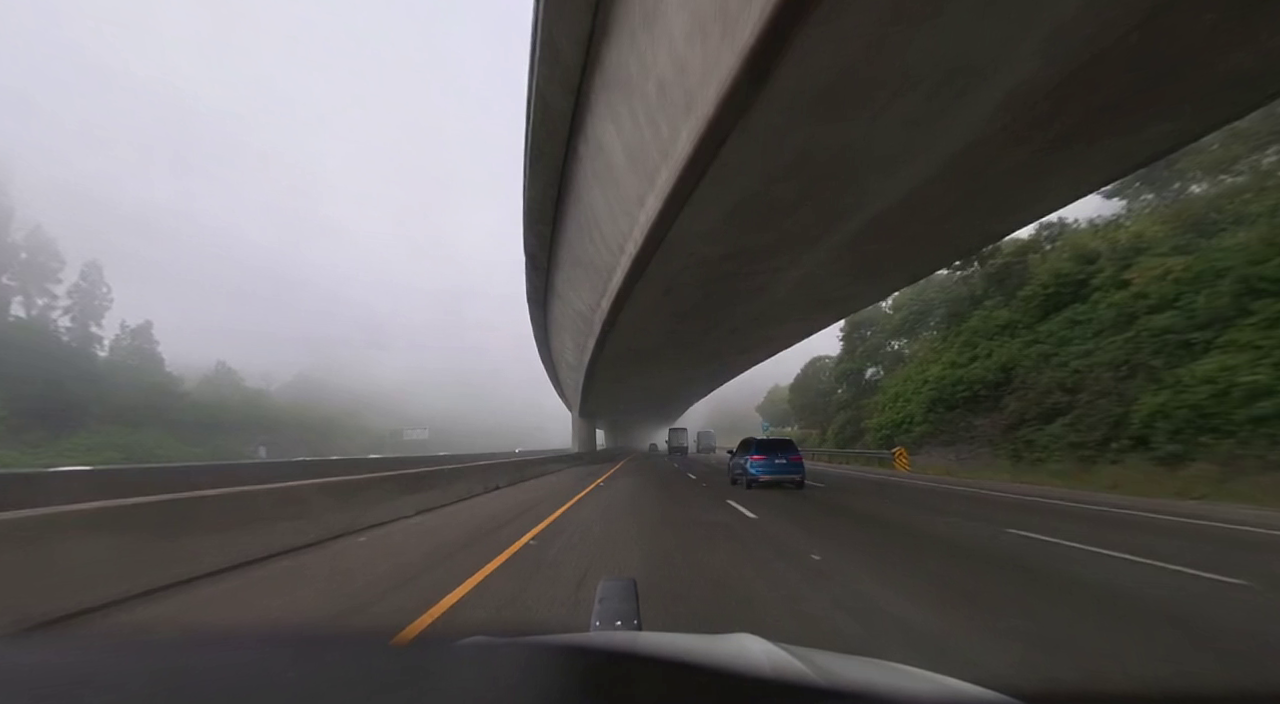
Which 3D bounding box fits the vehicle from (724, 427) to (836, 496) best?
[{"bbox_3d":[3.809,3.079,18.042,2.148,1.691,4.443,0,-8,-1],"label":"vehicle"}]
